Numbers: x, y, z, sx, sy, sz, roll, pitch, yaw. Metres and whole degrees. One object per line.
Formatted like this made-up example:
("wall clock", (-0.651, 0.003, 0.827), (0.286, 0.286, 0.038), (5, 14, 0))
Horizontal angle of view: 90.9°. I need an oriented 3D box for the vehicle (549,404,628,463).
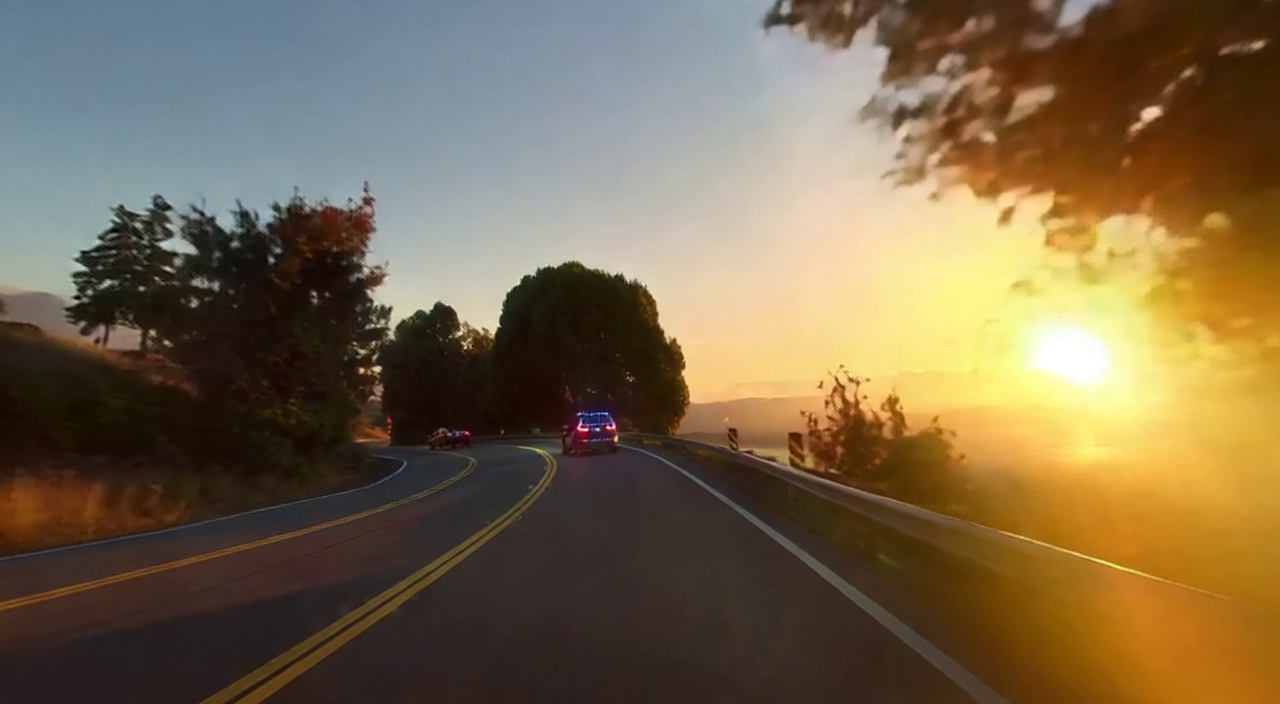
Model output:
("vehicle", (-2.320, 3.413, 26.206), (2.500, 1.961, 5.637), (-4, -7, -12))
